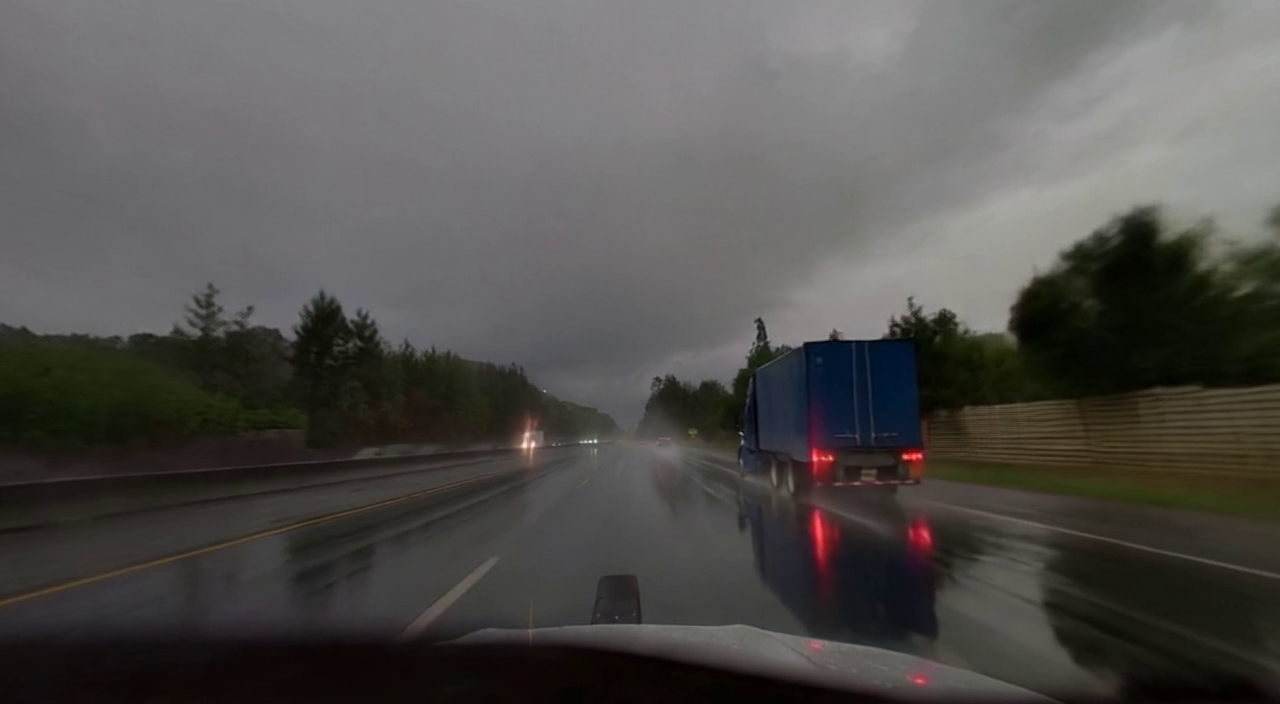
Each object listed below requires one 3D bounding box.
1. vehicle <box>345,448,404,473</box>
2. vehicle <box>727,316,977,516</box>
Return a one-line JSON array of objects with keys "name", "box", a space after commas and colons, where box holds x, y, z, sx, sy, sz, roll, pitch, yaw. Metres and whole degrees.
[{"name": "vehicle", "box": [-16.849, 6.878, 40.122, 1.823, 1.460, 4.504, 0, -8, -1]}, {"name": "vehicle", "box": [4.097, 1.585, 14.522, 2.766, 3.349, 7.796, 0, -8, -2]}]
